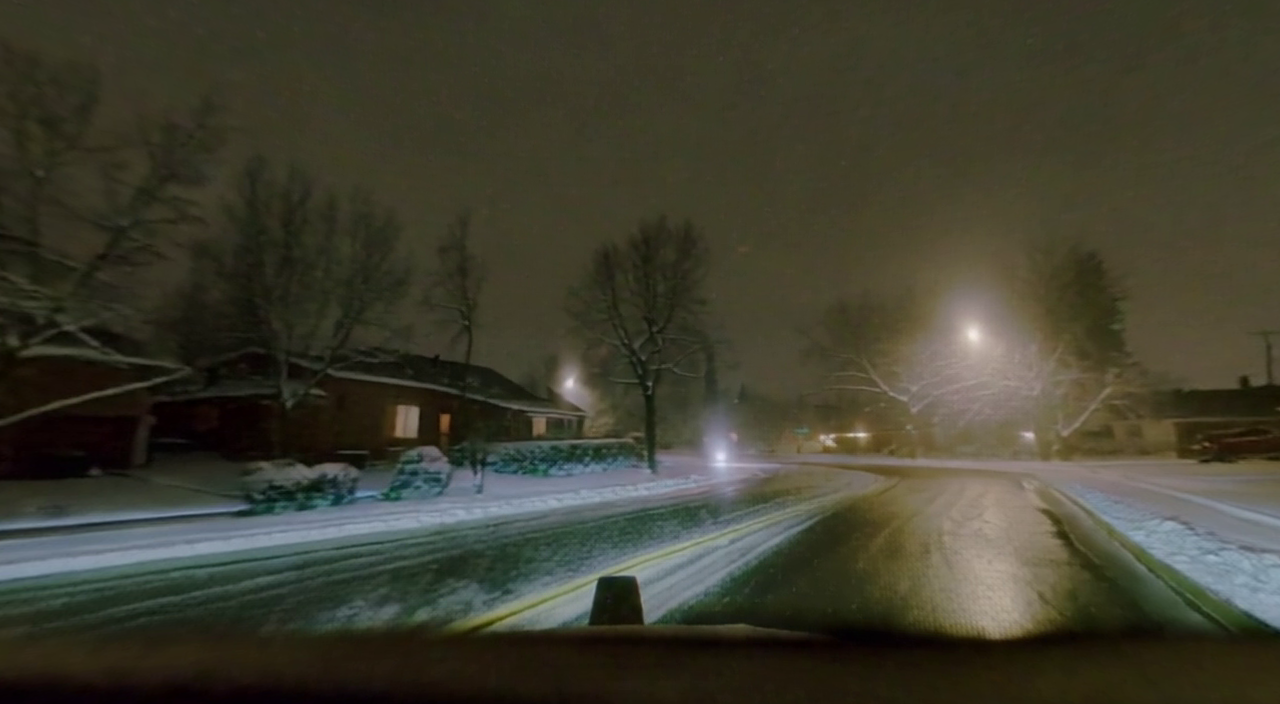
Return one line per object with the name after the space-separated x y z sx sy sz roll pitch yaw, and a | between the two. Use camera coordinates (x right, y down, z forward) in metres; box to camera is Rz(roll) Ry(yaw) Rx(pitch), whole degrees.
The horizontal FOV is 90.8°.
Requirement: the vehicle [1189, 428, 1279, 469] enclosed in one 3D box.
27.137 4.158 27.521 4.327 1.573 1.967 -9 -13 28 | vehicle

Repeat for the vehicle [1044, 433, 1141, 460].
30.273 6.352 42.384 4.799 1.451 2.144 -4 -8 -2 | vehicle
